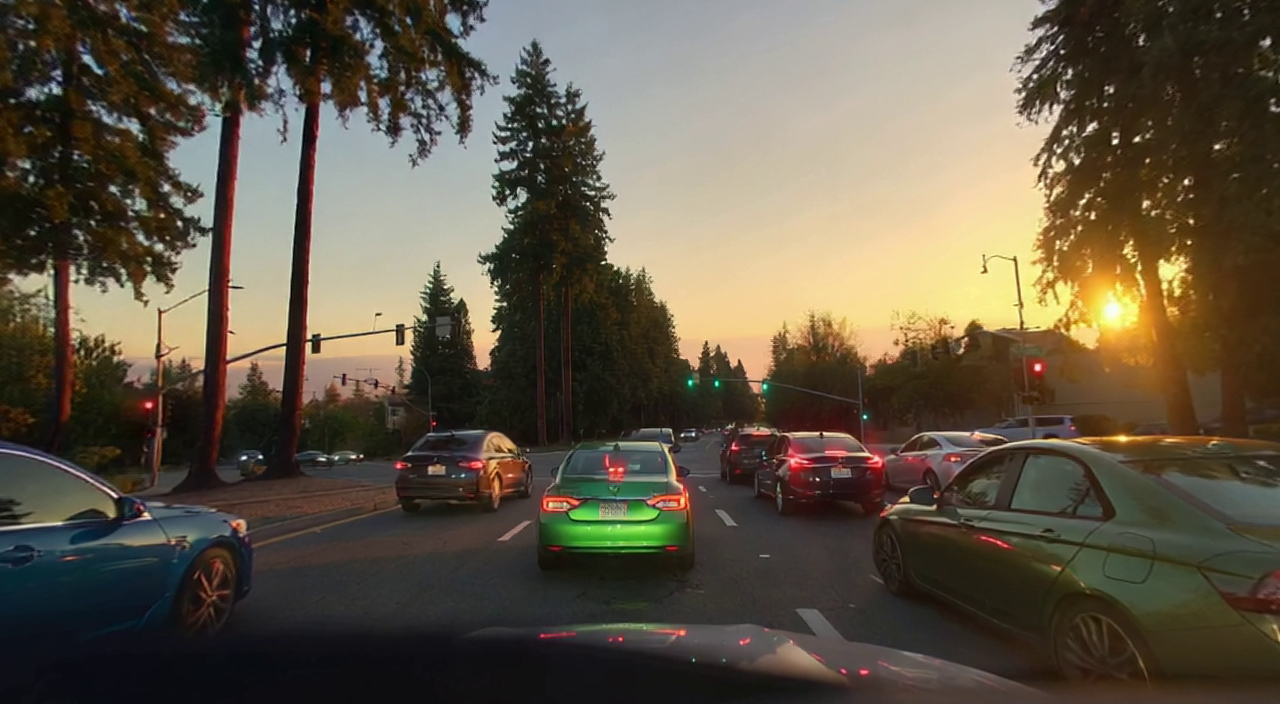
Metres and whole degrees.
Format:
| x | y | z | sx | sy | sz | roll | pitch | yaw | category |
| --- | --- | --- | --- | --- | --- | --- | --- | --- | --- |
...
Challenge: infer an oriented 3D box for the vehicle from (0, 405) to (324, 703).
| x | y | z | sx | sy | sz | roll | pitch | yaw | category |
| --- | --- | --- | --- | --- | --- | --- | --- | --- | --- |
| -3.652 | 1.042 | 3.107 | 1.935 | 1.482 | 4.433 | 0 | -8 | -1 | vehicle |

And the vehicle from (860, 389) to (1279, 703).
| x | y | z | sx | sy | sz | roll | pitch | yaw | category |
| --- | --- | --- | --- | --- | --- | --- | --- | --- | --- |
| 3.132 | 1.152 | 4.057 | 1.903 | 1.480 | 4.270 | 0 | -8 | 0 | vehicle |

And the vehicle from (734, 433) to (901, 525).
| x | y | z | sx | sy | sz | roll | pitch | yaw | category |
| --- | --- | --- | --- | --- | --- | --- | --- | --- | --- |
| 3.177 | 2.336 | 12.329 | 1.975 | 1.460 | 4.357 | 0 | -8 | 0 | vehicle |

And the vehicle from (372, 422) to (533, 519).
| x | y | z | sx | sy | sz | roll | pitch | yaw | category |
| --- | --- | --- | --- | --- | --- | --- | --- | --- | --- |
| -3.708 | 2.430 | 13.413 | 1.961 | 1.714 | 4.268 | -1 | -8 | 2 | vehicle |

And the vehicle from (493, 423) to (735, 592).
| x | y | z | sx | sy | sz | roll | pitch | yaw | category |
| --- | --- | --- | --- | --- | --- | --- | --- | --- | --- |
| -0.259 | 1.668 | 7.575 | 2.147 | 1.479 | 3.803 | 0 | -8 | -1 | vehicle |
